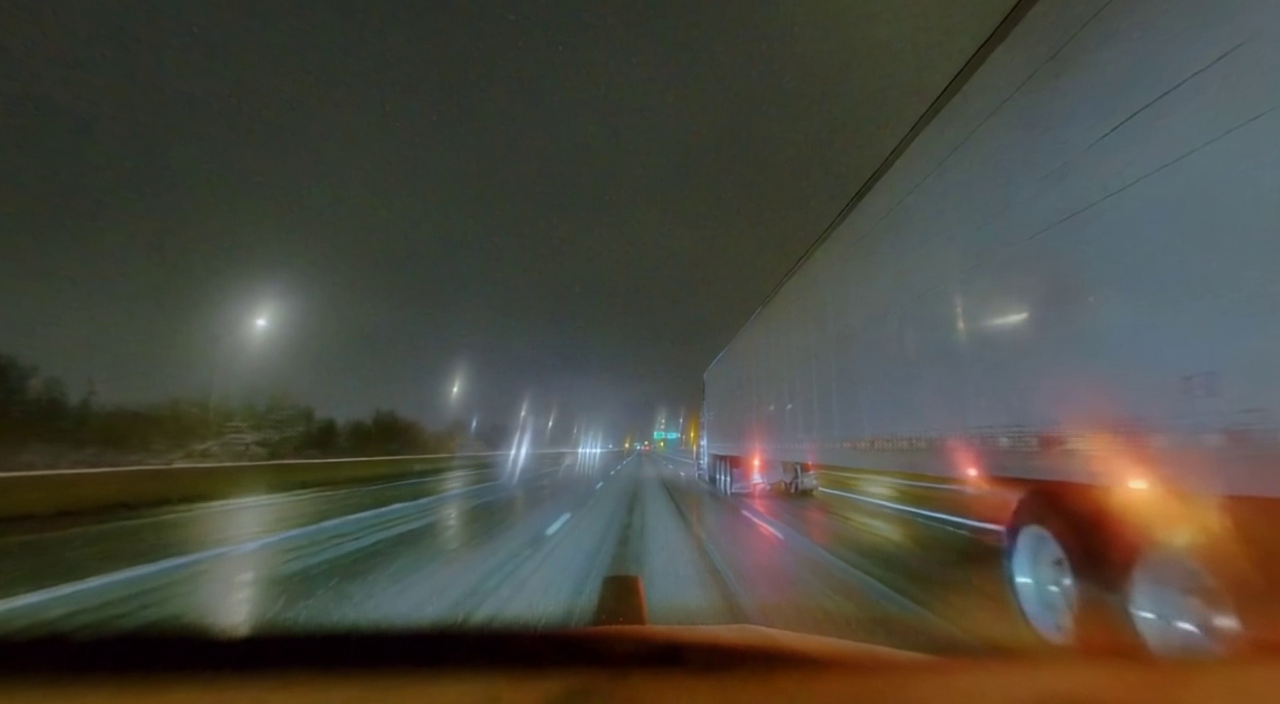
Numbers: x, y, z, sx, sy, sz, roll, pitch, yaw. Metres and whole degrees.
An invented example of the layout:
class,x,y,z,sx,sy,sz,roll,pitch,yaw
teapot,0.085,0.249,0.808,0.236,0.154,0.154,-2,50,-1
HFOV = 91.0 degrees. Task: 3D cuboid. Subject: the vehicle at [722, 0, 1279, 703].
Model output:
class,x,y,z,sx,sy,sz,roll,pitch,yaw
vehicle,3.820,0.687,9.796,2.949,4.149,16.046,0,-9,0
